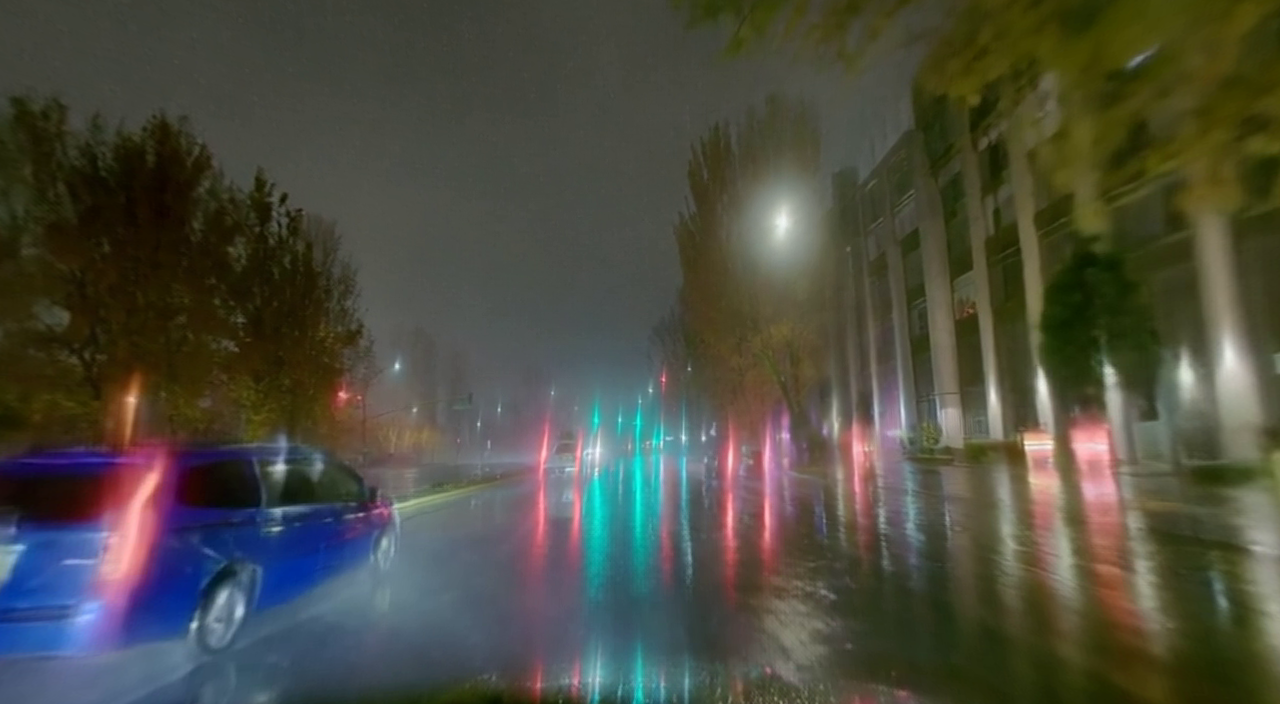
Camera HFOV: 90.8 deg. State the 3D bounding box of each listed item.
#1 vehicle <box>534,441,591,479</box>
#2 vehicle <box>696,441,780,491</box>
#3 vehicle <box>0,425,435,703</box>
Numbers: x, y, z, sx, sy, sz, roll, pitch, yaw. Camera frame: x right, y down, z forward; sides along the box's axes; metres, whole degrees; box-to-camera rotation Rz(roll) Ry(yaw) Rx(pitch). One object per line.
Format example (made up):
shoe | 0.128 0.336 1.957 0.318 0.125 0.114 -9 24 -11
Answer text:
vehicle | -3.692 5.265 30.989 2.145 1.694 4.642 0 -9 1
vehicle | 3.209 3.823 21.585 1.961 1.482 4.538 0 -9 -2
vehicle | -3.537 1.444 5.424 2.060 1.466 4.387 0 -9 0
